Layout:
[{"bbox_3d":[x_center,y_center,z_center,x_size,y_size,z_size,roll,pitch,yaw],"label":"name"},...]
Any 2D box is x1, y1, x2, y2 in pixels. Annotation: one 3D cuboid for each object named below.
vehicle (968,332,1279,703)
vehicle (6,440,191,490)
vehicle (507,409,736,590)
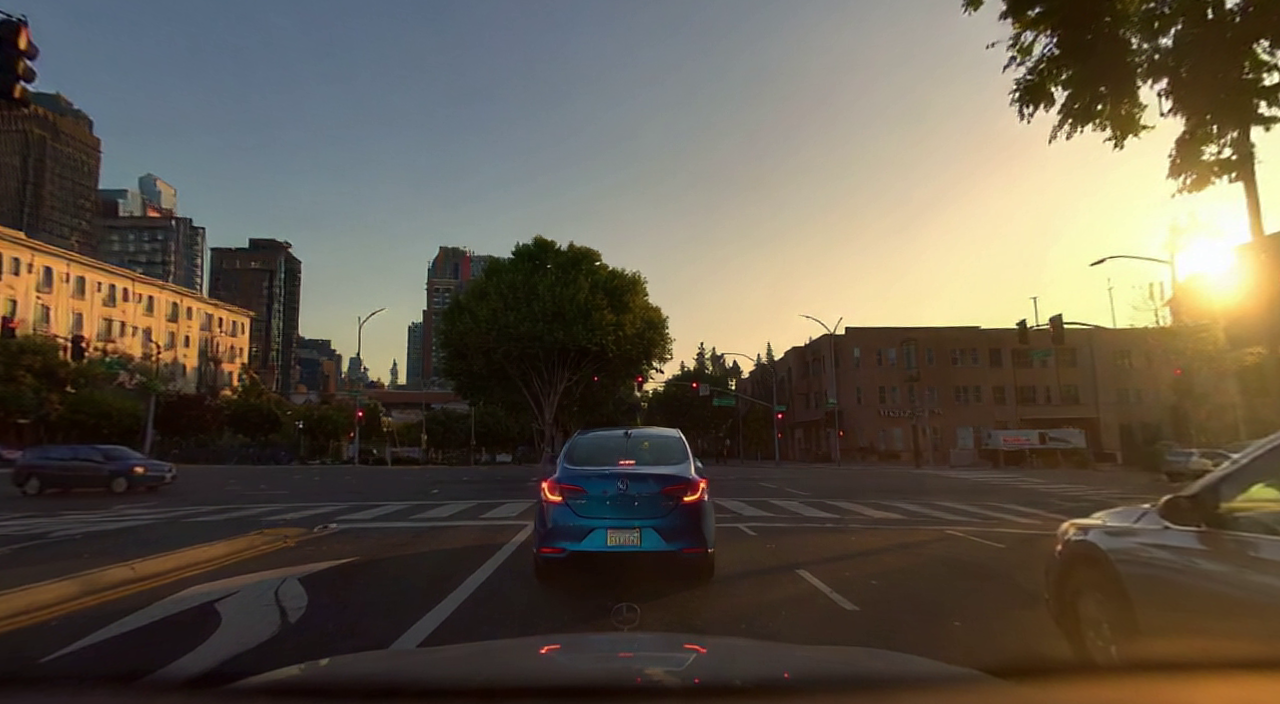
[{"bbox_3d":[3.420,0.821,2.229,1.995,1.787,4.810,1,-8,1],"label":"vehicle"},{"bbox_3d":[-18.783,3.918,22.090,4.544,1.639,2.048,0,-8,1],"label":"vehicle"},{"bbox_3d":[-0.199,1.627,7.753,2.066,1.618,3.922,0,-8,-1],"label":"vehicle"}]
